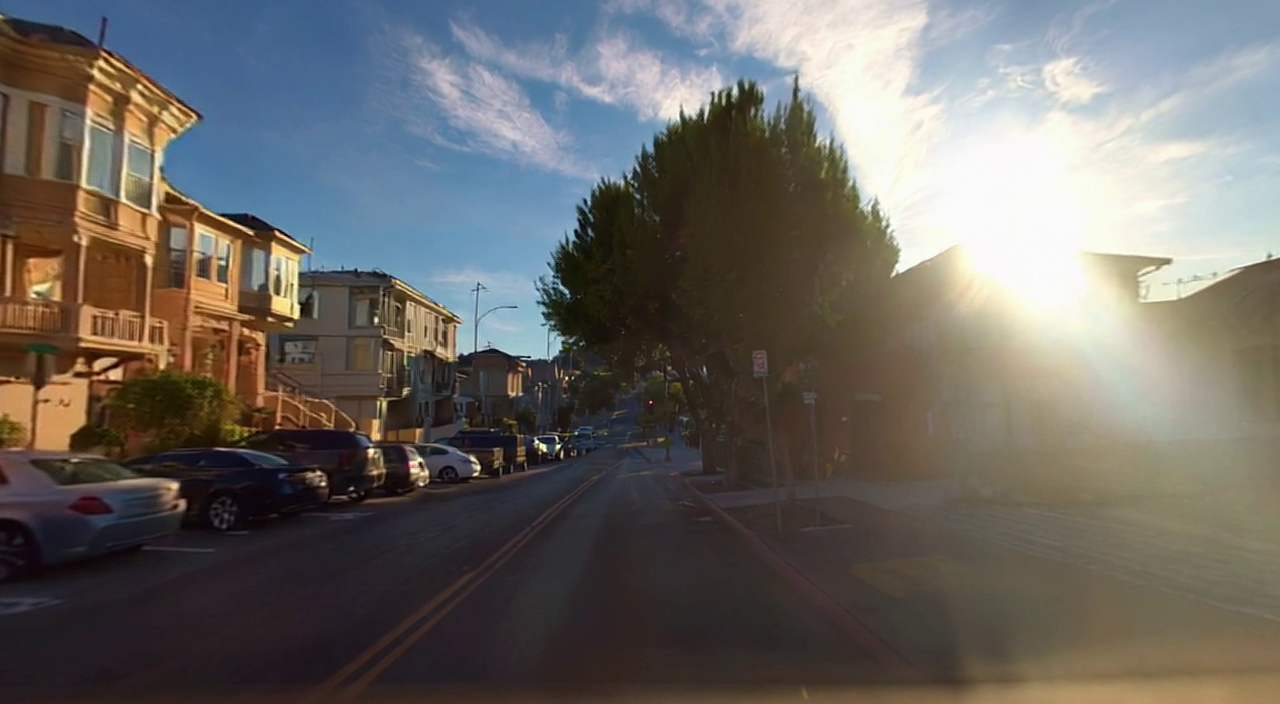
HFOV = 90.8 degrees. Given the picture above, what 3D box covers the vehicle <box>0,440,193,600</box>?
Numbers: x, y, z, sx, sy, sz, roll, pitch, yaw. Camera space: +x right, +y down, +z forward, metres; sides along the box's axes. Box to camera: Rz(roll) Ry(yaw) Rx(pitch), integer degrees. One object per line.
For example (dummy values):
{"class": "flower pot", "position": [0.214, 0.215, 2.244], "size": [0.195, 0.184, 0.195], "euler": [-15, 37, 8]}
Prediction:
{"class": "vehicle", "position": [-7.706, 1.745, 7.006], "size": [4.053, 1.507, 1.769], "euler": [1, -9, -1]}
